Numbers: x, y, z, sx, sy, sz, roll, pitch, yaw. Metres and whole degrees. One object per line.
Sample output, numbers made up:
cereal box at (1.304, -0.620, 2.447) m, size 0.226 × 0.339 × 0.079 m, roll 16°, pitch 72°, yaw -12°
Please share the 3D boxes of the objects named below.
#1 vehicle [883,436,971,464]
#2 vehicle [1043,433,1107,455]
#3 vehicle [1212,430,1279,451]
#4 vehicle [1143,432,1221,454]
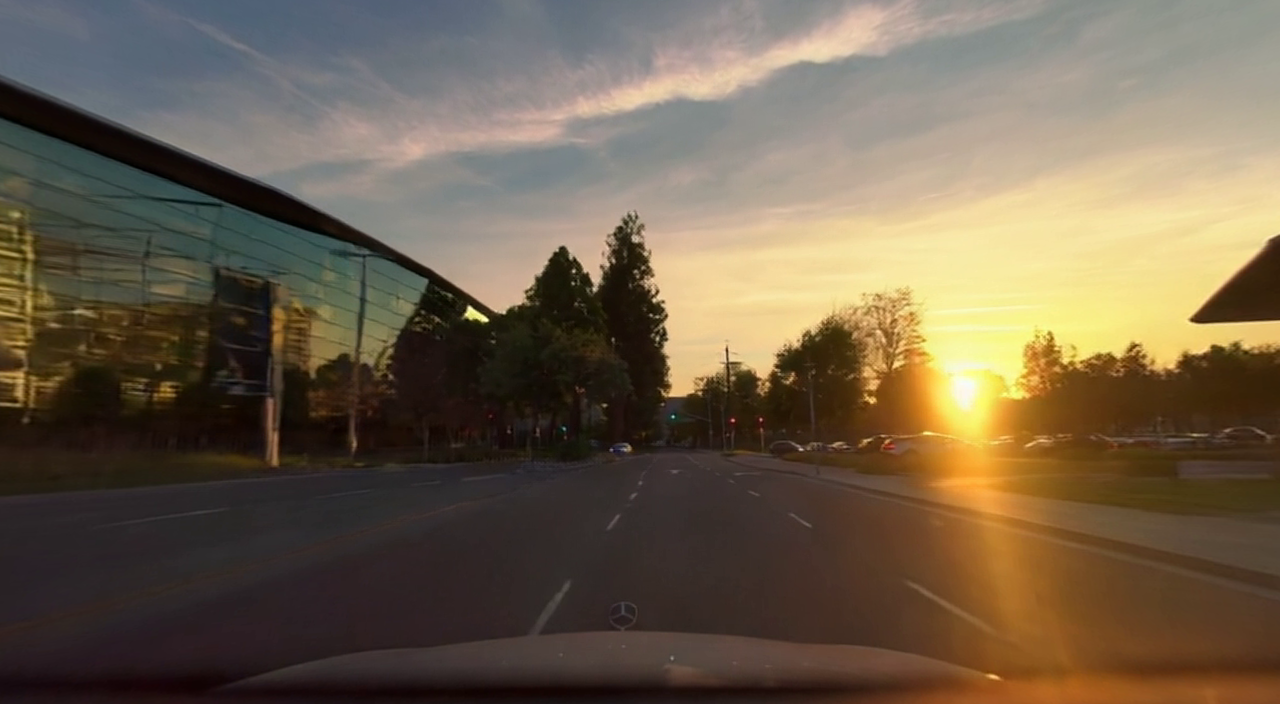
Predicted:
vehicle at (15.611, 5.338, 34.605) m, size 3.991 × 1.437 × 1.679 m, roll 0°, pitch -8°, yaw 3°
vehicle at (30.755, 6.517, 44.887) m, size 1.805 × 1.466 × 4.236 m, roll -1°, pitch -8°, yaw 4°
vehicle at (43.354, 6.295, 44.813) m, size 1.758 × 1.451 × 4.282 m, roll 0°, pitch -8°, yaw 2°
vehicle at (38.456, 6.475, 45.026) m, size 1.828 × 1.452 × 4.242 m, roll 0°, pitch -8°, yaw 1°
